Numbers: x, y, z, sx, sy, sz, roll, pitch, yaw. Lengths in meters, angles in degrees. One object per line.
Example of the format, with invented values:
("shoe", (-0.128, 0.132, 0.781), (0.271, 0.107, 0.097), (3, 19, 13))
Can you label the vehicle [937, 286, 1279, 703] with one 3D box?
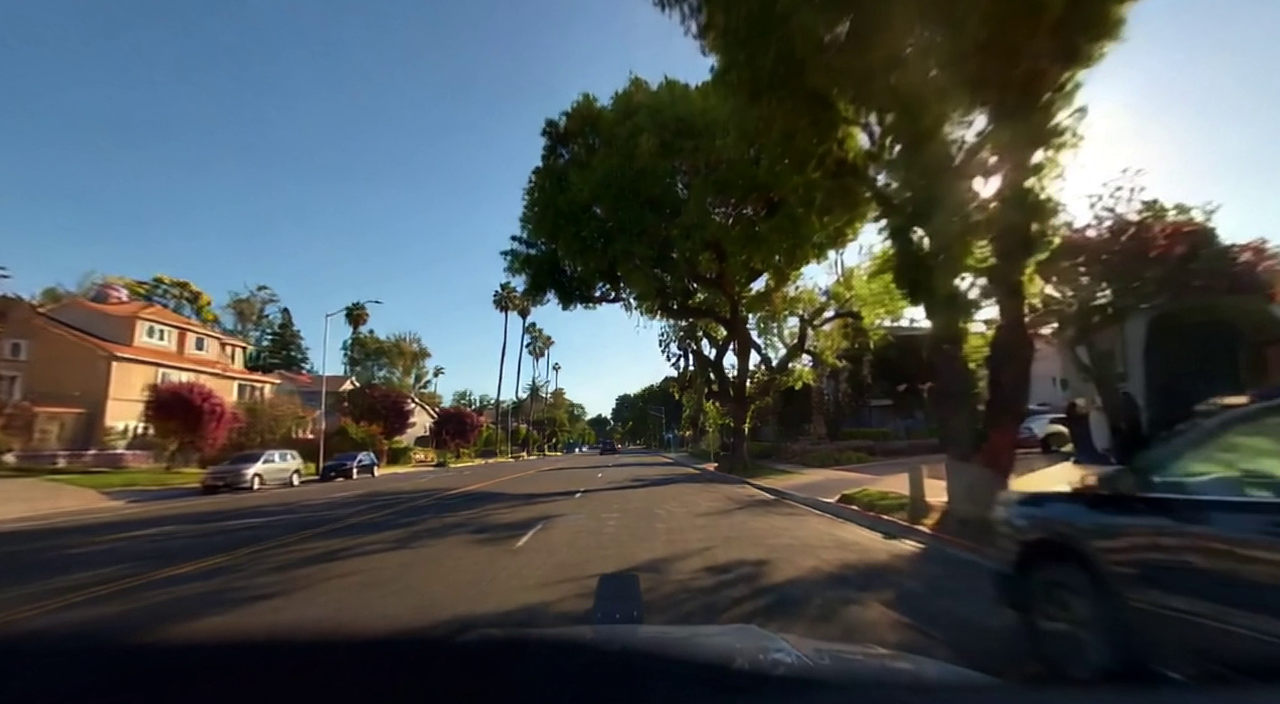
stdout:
("vehicle", (3.446, 0.699, 1.972), (2.386, 1.916, 5.167), (0, -9, -2))

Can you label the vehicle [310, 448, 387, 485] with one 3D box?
("vehicle", (-14.554, 5.691, 31.803), (1.890, 1.568, 4.444), (-2, -7, -2))

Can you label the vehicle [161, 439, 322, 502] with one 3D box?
("vehicle", (-14.197, 4.170, 23.090), (2.245, 1.904, 5.805), (-1, -7, -2))
